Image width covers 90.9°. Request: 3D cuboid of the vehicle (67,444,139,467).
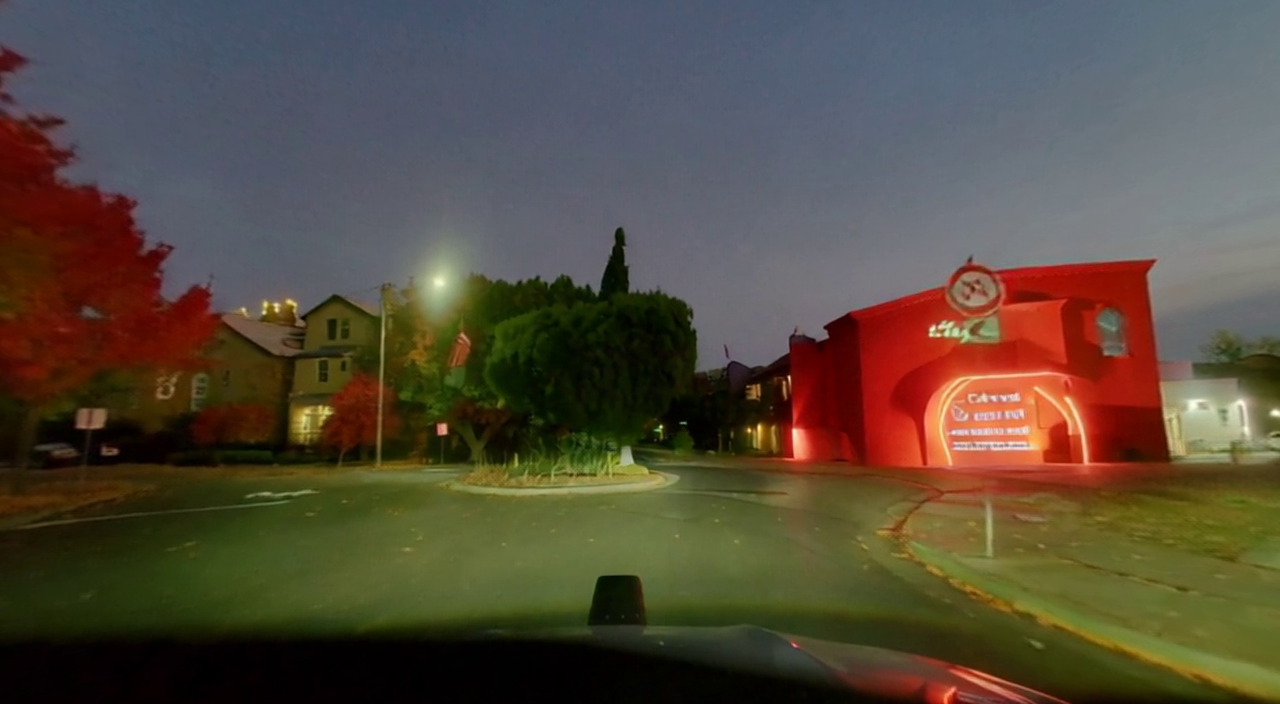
[{"bbox_3d":[-36.093,6.950,42.461,3.362,1.404,1.588,-1,-8,-1],"label":"vehicle"}]
